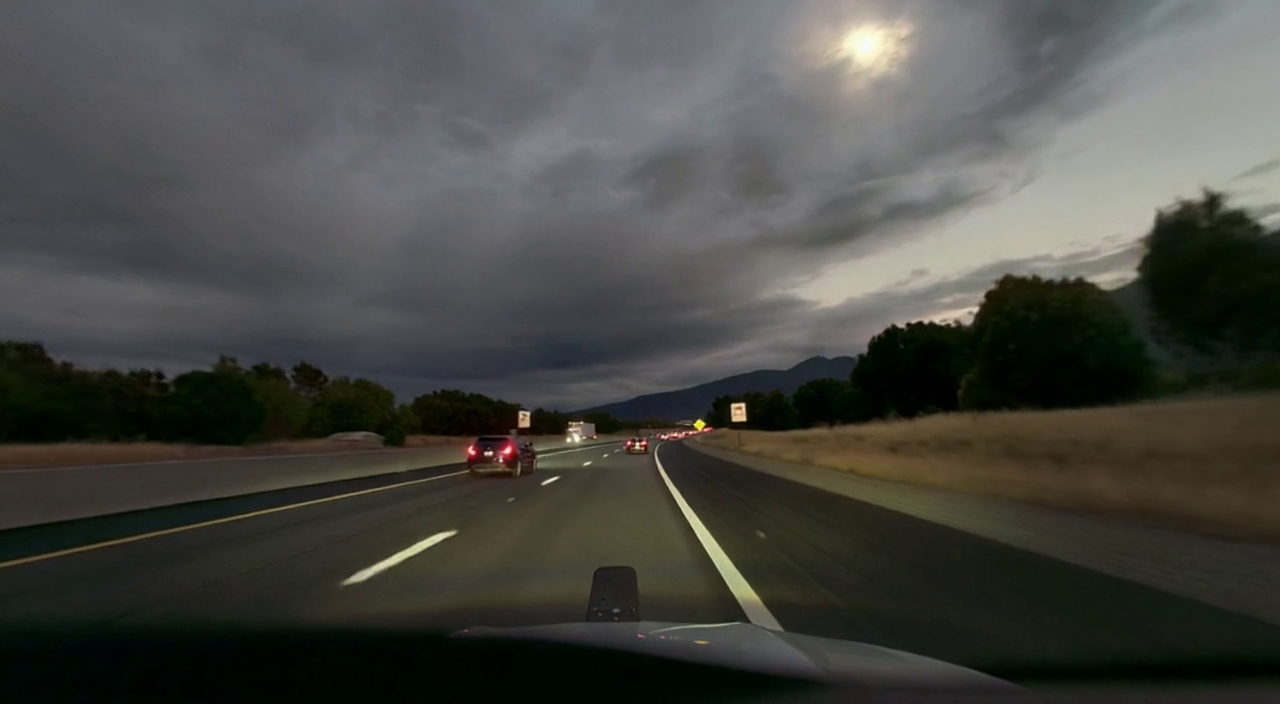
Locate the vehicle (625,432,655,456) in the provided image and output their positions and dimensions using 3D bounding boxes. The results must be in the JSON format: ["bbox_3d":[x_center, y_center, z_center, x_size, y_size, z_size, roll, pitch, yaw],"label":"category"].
[{"bbox_3d":[-0.016,6.841,46.941,2.146,1.636,4.026,0,-8,-1],"label":"vehicle"}]

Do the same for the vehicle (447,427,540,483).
[{"bbox_3d":[-4.811,3.453,21.364,2.075,1.653,4.317,-1,-8,1],"label":"vehicle"}]
